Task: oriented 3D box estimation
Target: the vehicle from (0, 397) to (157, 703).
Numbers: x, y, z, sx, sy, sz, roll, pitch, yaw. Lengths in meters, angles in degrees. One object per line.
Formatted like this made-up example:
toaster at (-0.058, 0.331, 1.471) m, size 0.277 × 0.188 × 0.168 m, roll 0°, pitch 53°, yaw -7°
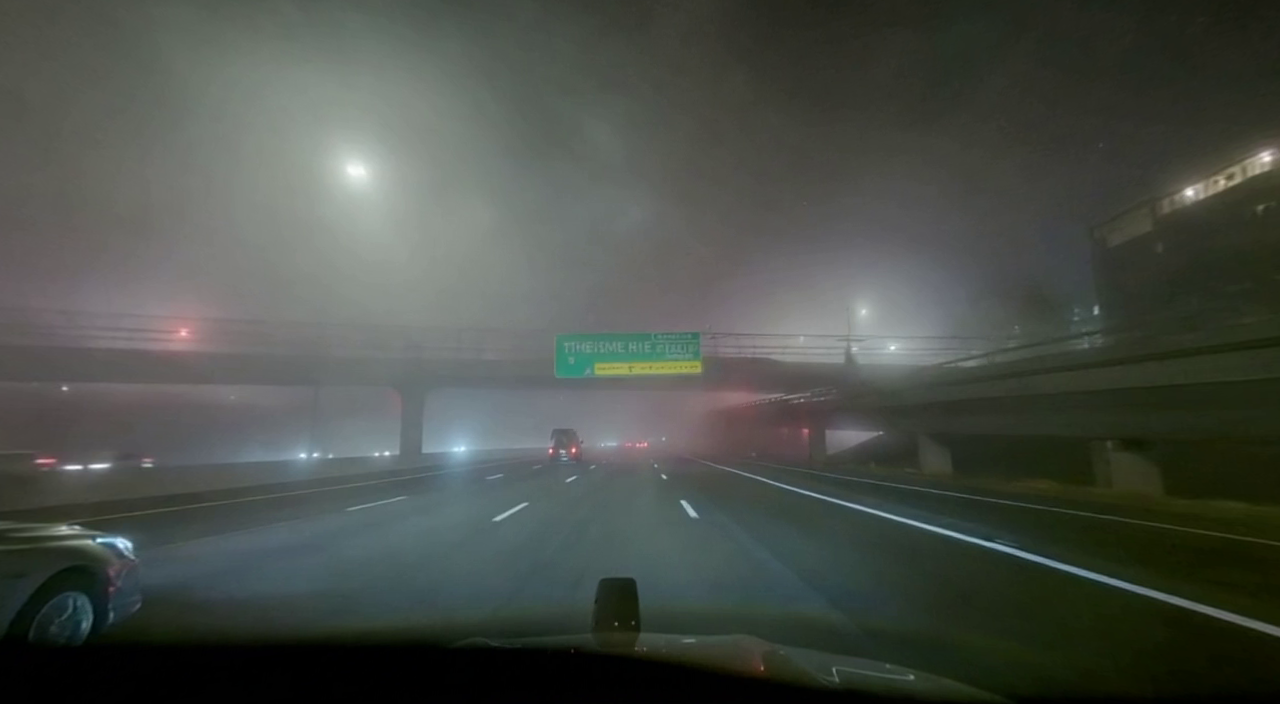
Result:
vehicle at (-4.112, 0.801, 1.692) m, size 2.025 × 1.556 × 4.594 m, roll 0°, pitch -8°, yaw -1°

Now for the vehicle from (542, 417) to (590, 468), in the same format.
vehicle at (-4.636, 5.819, 40.495) m, size 2.364 × 2.953 × 6.732 m, roll 0°, pitch -8°, yaw -1°
